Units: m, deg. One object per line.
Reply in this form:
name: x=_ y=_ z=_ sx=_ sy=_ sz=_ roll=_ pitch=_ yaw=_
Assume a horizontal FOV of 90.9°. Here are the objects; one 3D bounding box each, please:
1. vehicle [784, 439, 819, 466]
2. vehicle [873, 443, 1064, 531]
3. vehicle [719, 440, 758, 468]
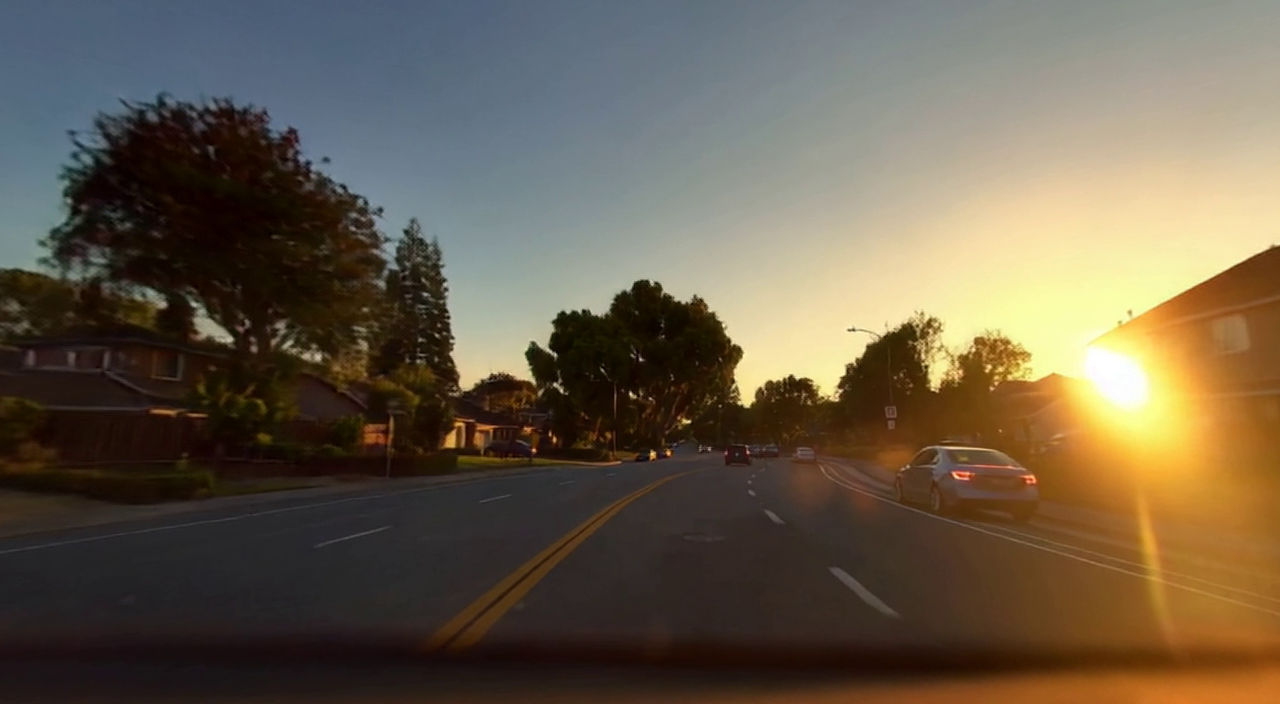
vehicle: x=12.188 y=7.626 z=47.806 sx=2.059 sy=1.924 sz=4.257 roll=-1 pitch=-8 yaw=9
vehicle: x=6.496 y=2.660 z=13.135 sx=1.934 sy=1.506 sz=4.282 roll=-1 pitch=-8 yaw=5
vehicle: x=6.448 y=6.600 z=40.911 sx=2.106 sy=1.667 sz=4.367 roll=-2 pitch=-9 yaw=13
